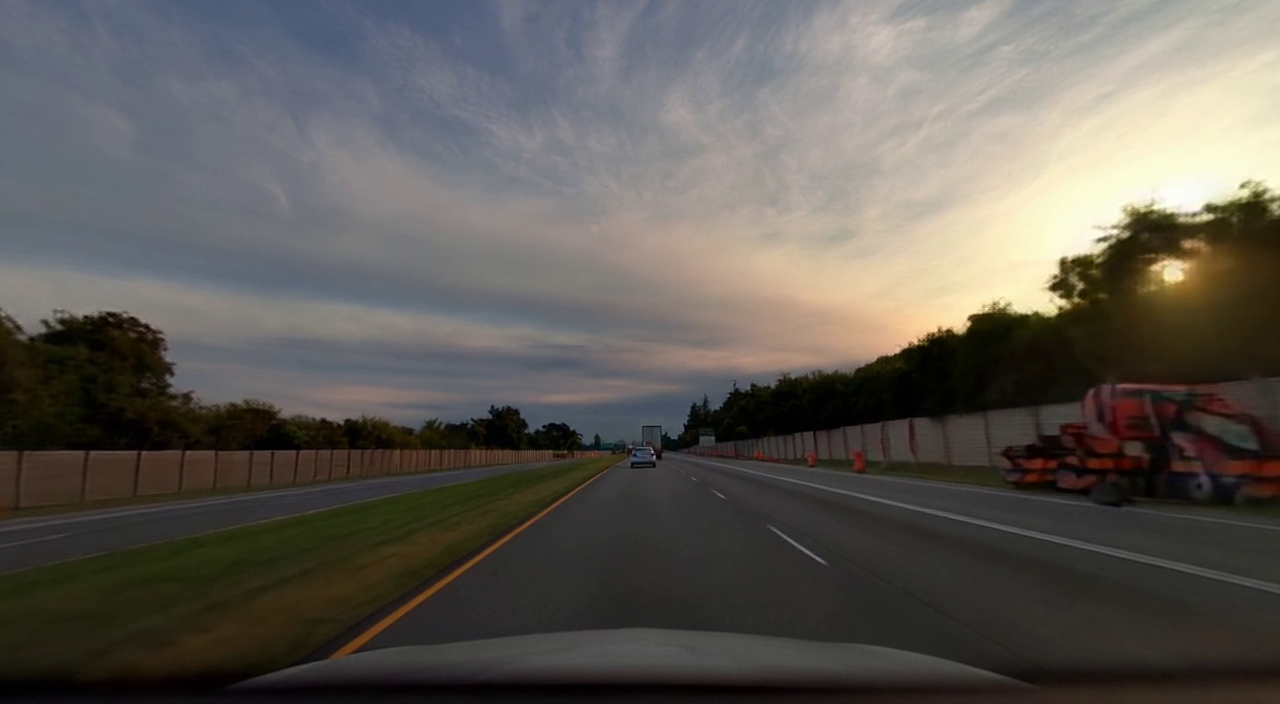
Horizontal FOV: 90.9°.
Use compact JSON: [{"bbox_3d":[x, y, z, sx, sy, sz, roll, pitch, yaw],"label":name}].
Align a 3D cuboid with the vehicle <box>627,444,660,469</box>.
[{"bbox_3d":[0.220,6.906,41.784,2.065,1.573,3.734,0,-9,-1],"label":"vehicle"}]
